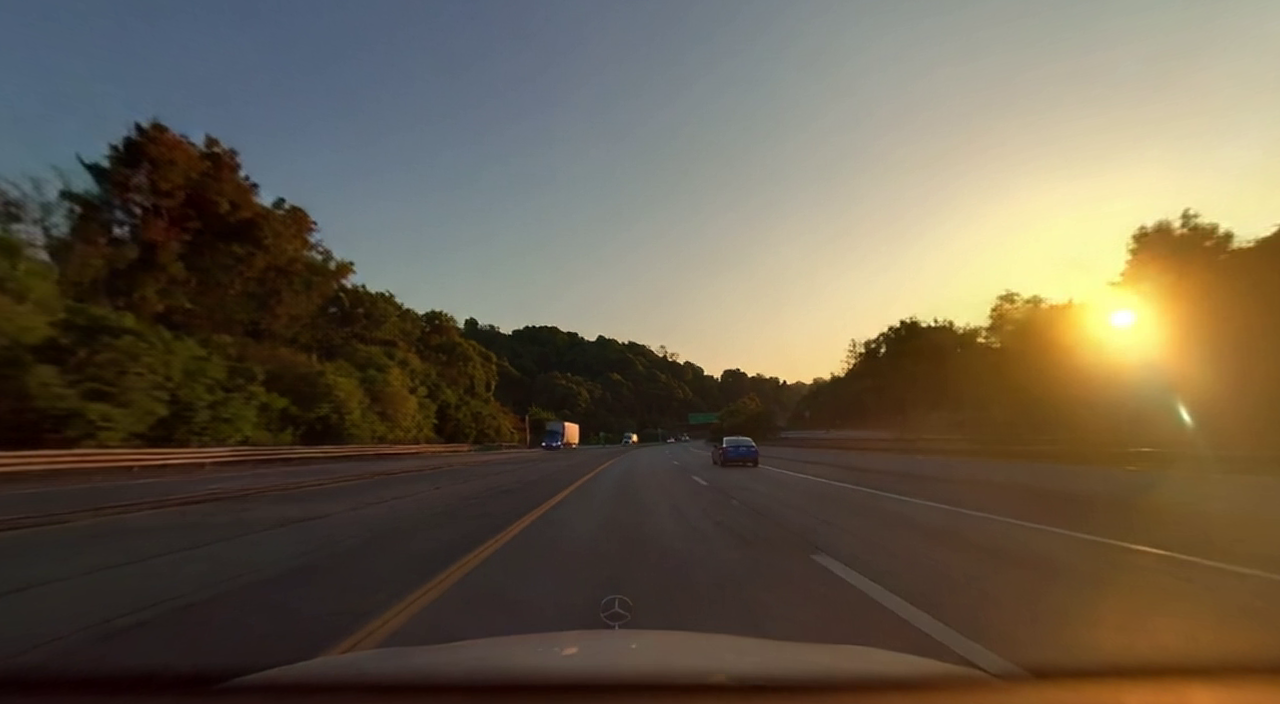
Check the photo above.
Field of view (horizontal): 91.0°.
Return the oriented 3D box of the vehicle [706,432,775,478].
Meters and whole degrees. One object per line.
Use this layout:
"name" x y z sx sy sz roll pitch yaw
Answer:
"vehicle" 3.941 4.090 25.370 2.022 1.663 4.245 0 -8 -1
